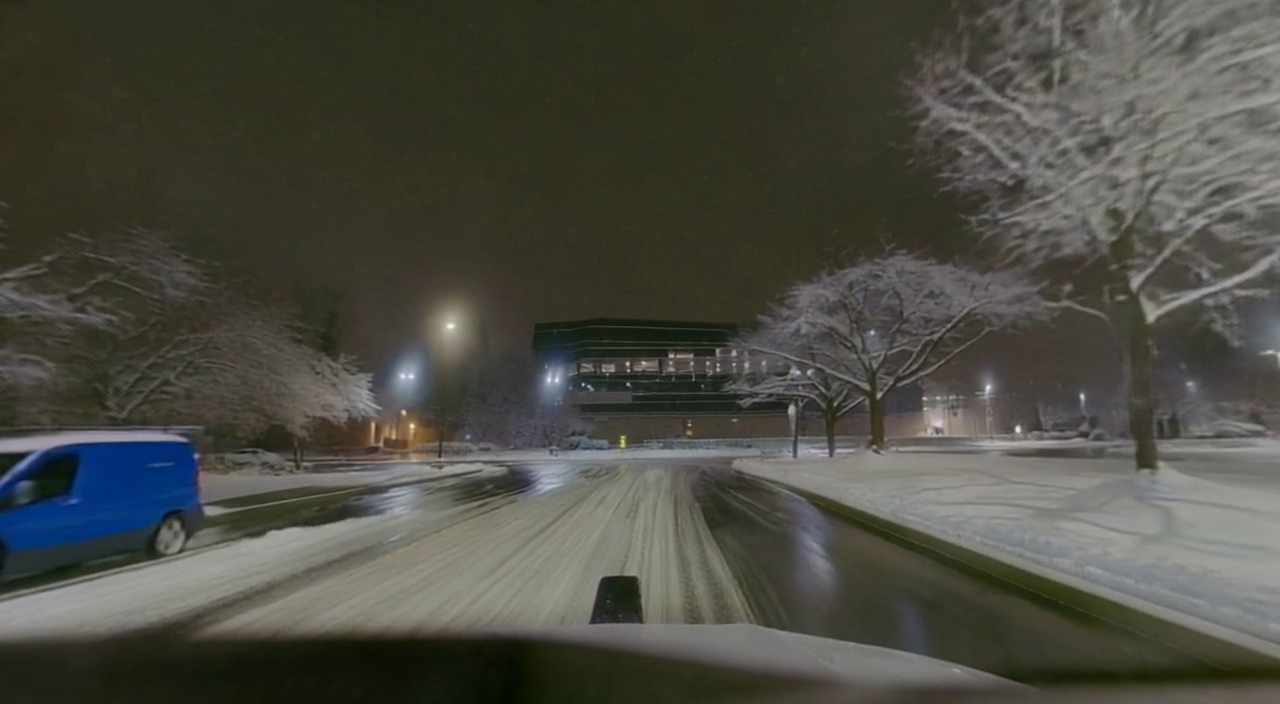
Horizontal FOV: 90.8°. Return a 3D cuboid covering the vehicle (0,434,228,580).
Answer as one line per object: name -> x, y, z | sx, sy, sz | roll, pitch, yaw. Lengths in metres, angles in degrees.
vehicle -> -8.907, 2.124, 9.281 | 2.360, 1.741, 4.912 | 0, -8, 0
